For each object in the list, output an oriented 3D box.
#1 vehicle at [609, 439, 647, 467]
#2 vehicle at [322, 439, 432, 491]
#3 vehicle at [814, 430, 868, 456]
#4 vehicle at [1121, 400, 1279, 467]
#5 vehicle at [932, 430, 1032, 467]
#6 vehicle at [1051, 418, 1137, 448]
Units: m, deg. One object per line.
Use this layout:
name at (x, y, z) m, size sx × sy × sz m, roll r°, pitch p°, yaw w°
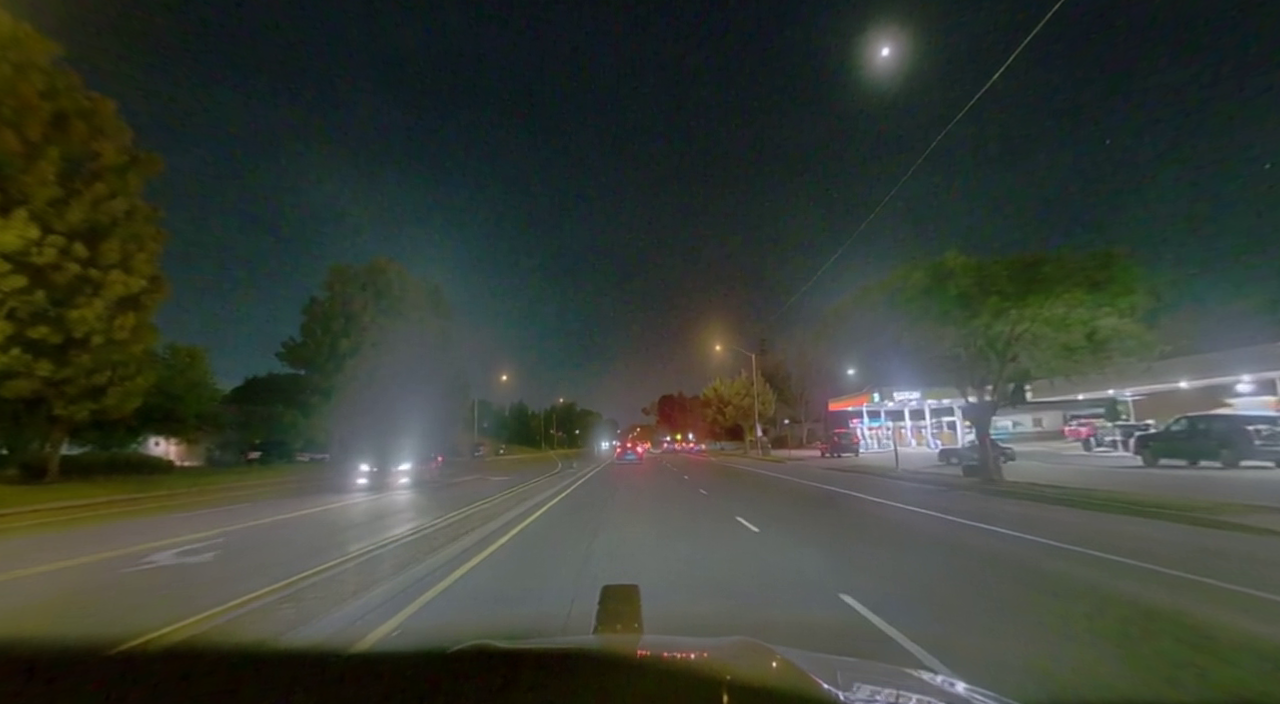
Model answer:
vehicle at (-0.646, 5.712, 35.978) m, size 2.052 × 1.488 × 3.779 m, roll 0°, pitch -8°, yaw -1°
vehicle at (-9.274, 3.994, 22.746) m, size 2.121 × 1.677 × 4.324 m, roll 0°, pitch -9°, yaw 0°
vehicle at (15.145, 6.919, 47.901) m, size 2.368 × 1.868 × 4.724 m, roll 0°, pitch -9°, yaw -1°
vehicle at (19.639, 2.816, 21.503) m, size 2.266 × 1.973 × 5.443 m, roll 0°, pitch -8°, yaw 1°
vehicle at (15.145, 4.318, 28.305) m, size 2.001 × 1.479 × 4.696 m, roll 0°, pitch -9°, yaw 2°
vehicle at (33.510, 6.071, 46.895) m, size 2.355 × 2.034 × 5.438 m, roll 0°, pitch -8°, yaw 0°
